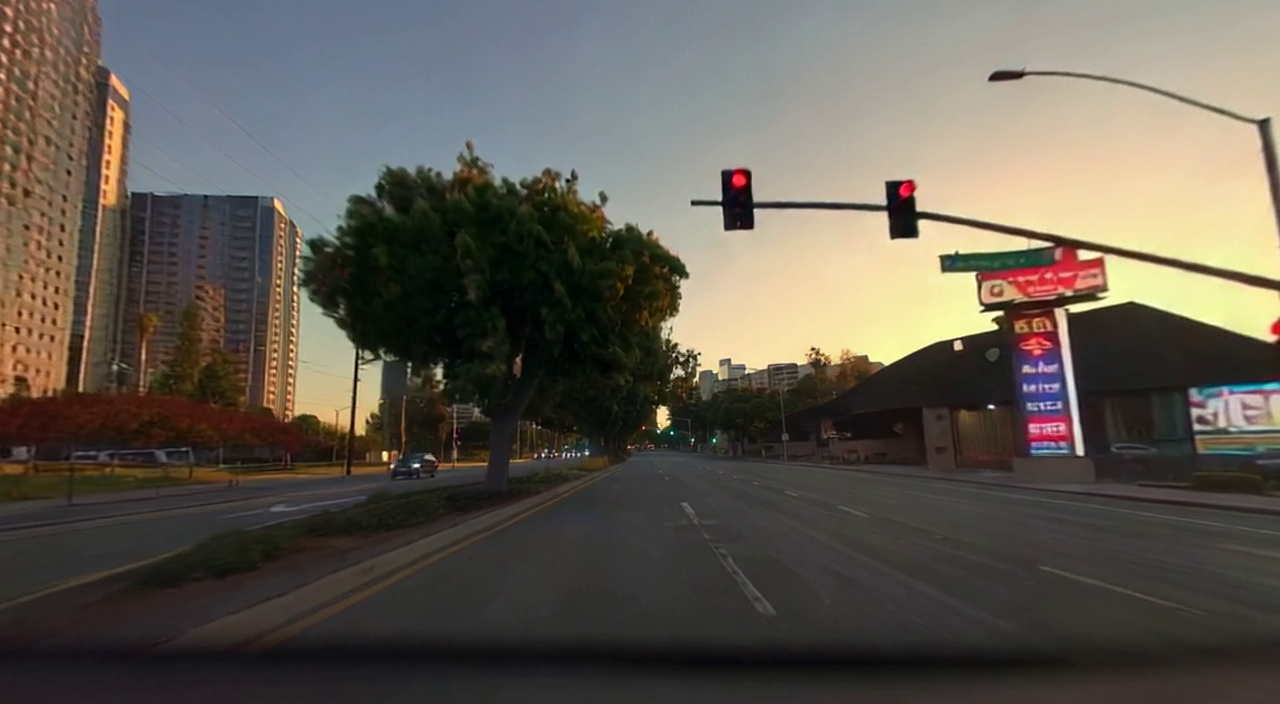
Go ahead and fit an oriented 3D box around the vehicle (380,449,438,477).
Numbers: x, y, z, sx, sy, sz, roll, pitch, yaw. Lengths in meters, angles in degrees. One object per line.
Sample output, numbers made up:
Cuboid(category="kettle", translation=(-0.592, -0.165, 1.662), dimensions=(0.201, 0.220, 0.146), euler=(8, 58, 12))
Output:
Cuboid(category="vehicle", translation=(-16.498, 7.920, 45.253), dimensions=(2.227, 1.837, 4.871), euler=(0, -8, 1))
